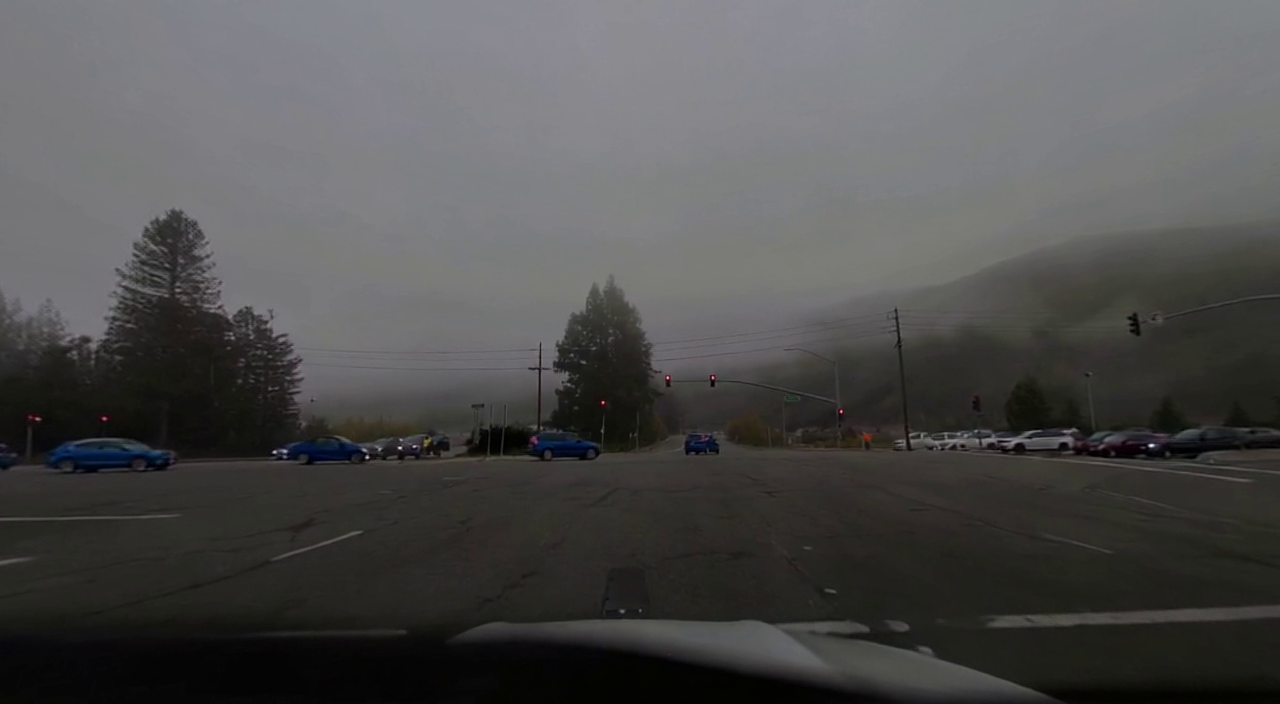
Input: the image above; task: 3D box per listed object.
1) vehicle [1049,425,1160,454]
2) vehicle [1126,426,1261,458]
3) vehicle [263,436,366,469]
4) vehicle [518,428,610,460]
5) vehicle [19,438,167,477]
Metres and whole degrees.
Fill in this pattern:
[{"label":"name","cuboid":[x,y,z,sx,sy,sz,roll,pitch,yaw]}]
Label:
[{"label":"vehicle","cuboid":[28.350,5.380,38.696,5.100,1.680,2.055,0,-9,1]},{"label":"vehicle","cuboid":[27.303,4.454,31.271,4.778,1.495,1.959,0,-9,0]},{"label":"vehicle","cuboid":[-16.361,5.087,31.977,4.218,1.542,2.044,2,-9,-15]},{"label":"vehicle","cuboid":[-4.605,5.678,38.780,5.228,1.805,2.246,7,-11,-38]},{"label":"vehicle","cuboid":[-25.722,4.972,29.904,4.812,1.735,2.105,1,-9,-6]}]
